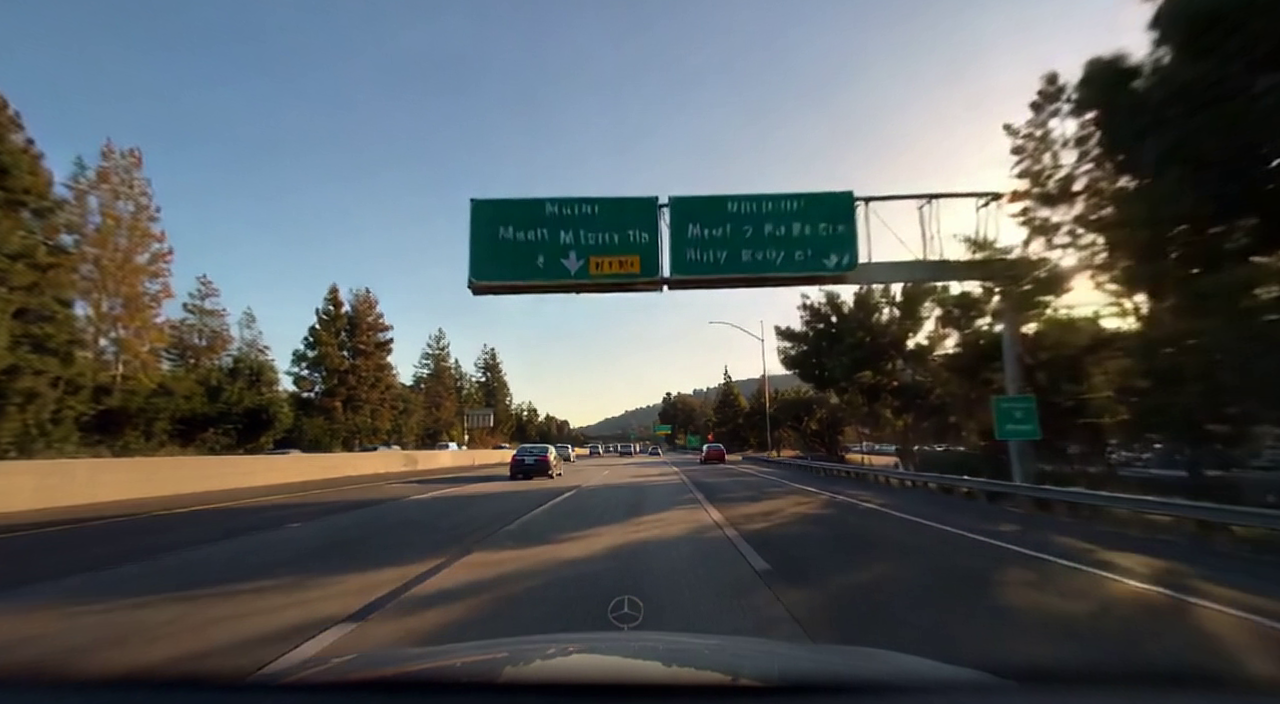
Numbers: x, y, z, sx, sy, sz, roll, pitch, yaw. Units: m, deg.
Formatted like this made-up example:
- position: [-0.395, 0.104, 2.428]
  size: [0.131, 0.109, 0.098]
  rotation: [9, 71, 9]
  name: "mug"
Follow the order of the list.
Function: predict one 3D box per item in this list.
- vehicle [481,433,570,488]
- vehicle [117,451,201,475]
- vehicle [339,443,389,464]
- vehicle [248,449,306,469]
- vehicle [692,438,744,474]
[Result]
- position: [-3.891, 3.774, 22.315]
  size: [2.196, 1.733, 4.355]
  rotation: [0, -8, 2]
  name: "vehicle"
- position: [-31.818, 7.320, 41.890]
  size: [1.859, 1.434, 4.557]
  rotation: [0, -8, 2]
  name: "vehicle"
- position: [-20.225, 7.444, 46.394]
  size: [1.721, 1.473, 3.980]
  rotation: [0, -8, 2]
  name: "vehicle"
- position: [-27.677, 8.155, 48.222]
  size: [1.802, 1.423, 4.257]
  rotation: [0, -8, 2]
  name: "vehicle"
- position: [4.016, 5.440, 33.223]
  size: [2.229, 1.704, 4.392]
  rotation: [0, -8, 1]
  name: "vehicle"
